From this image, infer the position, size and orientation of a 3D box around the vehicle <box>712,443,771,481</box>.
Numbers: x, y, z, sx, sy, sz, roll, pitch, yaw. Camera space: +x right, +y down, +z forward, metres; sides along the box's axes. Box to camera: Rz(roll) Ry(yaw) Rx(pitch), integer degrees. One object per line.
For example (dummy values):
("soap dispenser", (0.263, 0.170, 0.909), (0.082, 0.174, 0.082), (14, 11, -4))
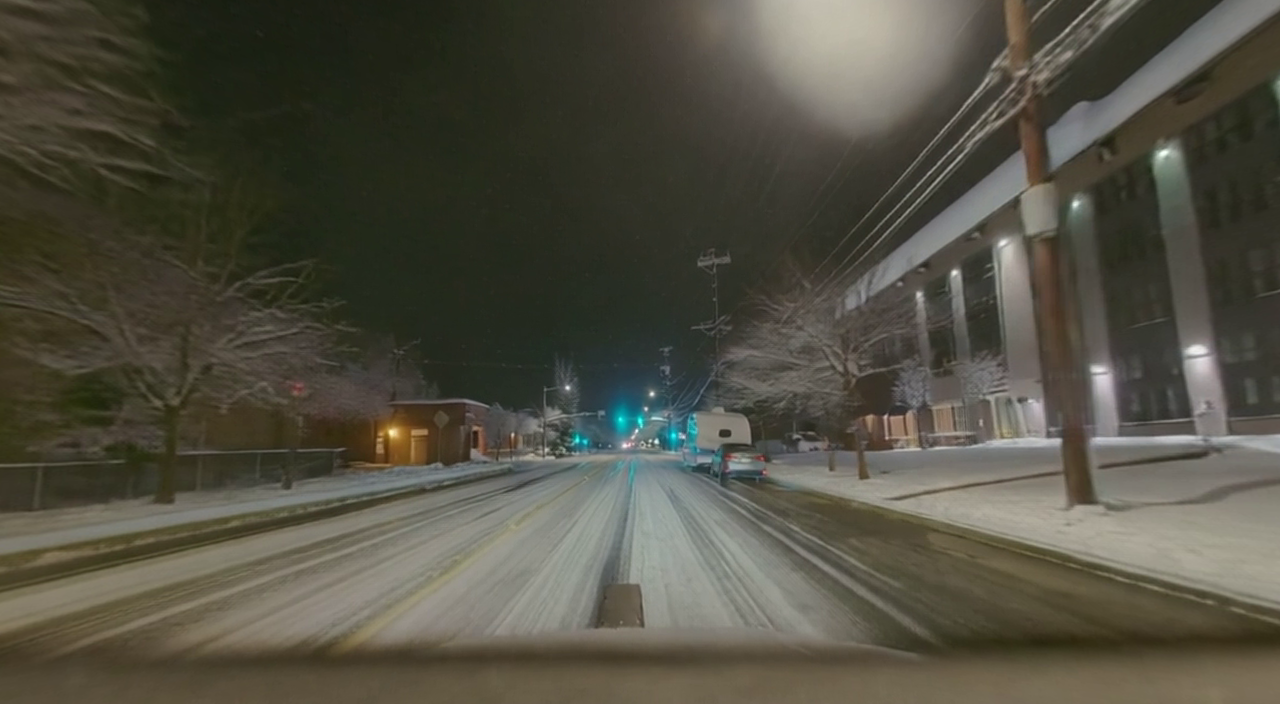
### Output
("vehicle", (4.437, 4.852, 28.145), (1.852, 1.497, 3.672), (-2, -8, -2))

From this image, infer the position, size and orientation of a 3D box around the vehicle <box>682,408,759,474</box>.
("vehicle", (4.271, 5.039, 35.620), (3.110, 3.241, 8.788), (0, -9, 0))
